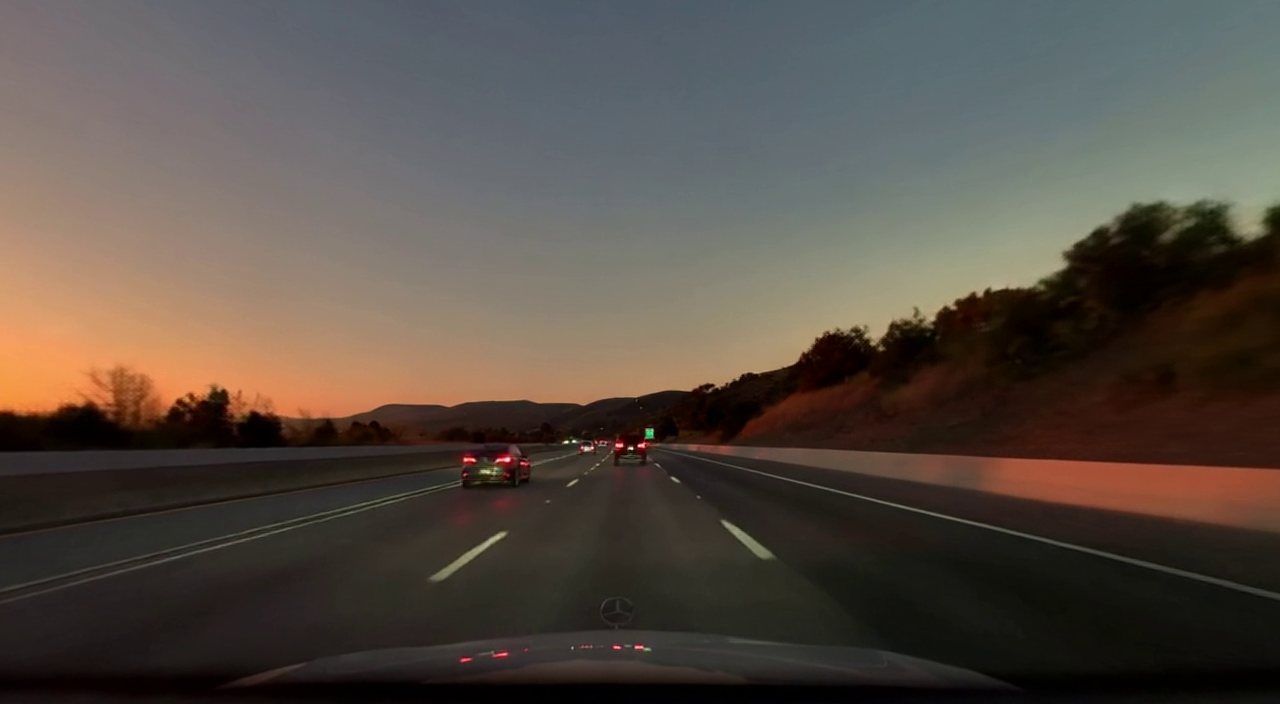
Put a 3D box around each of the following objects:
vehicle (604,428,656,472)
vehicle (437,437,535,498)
[{"bbox_3d":[-0.511,4.836,31.273,2.382,1.973,4.439,0,-8,-2],"label":"vehicle"},{"bbox_3d":[-4.325,3.271,18.308,1.945,1.550,3.780,-1,-8,-1],"label":"vehicle"}]
